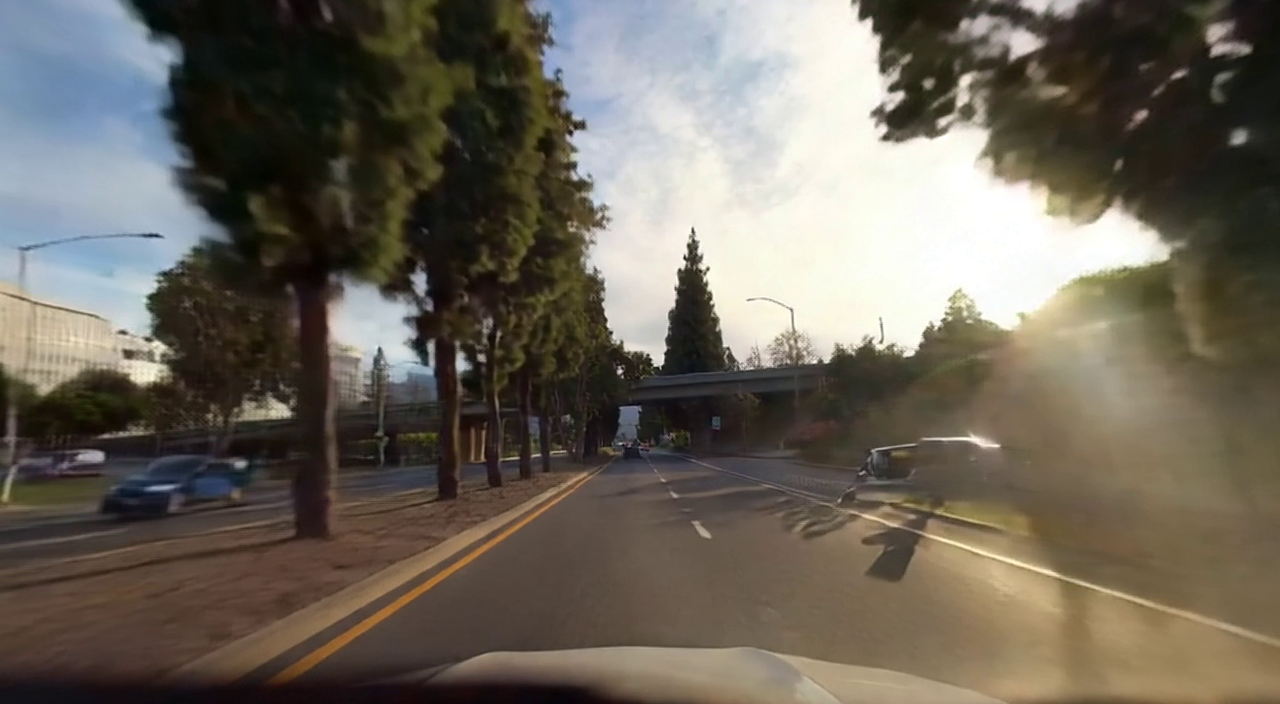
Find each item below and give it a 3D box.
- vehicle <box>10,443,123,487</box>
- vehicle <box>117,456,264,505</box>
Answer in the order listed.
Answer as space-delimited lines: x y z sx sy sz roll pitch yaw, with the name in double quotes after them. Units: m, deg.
-28.745 5.633 31.953 2.199 1.959 5.771 4 -9 -22 "vehicle"
-15.540 4.422 22.213 1.912 1.465 4.479 0 -9 0 "vehicle"
